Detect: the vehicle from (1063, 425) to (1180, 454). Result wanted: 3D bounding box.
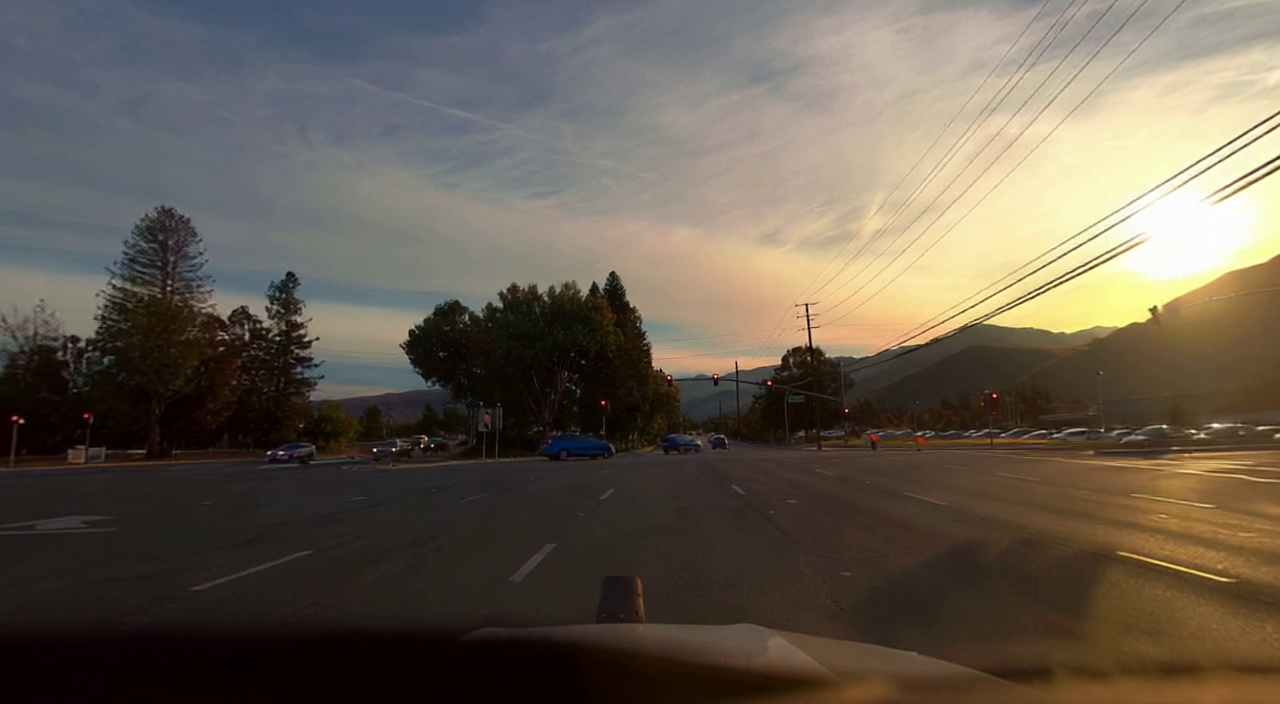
[{"bbox_3d":[28.268,5.157,37.209,5.100,1.680,2.055,0,-8,1],"label":"vehicle"}]

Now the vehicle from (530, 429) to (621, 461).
[{"bbox_3d":[-3.692,5.372,36.446,4.812,1.735,2.105,6,-11,-37],"label":"vehicle"}]

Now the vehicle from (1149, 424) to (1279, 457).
[{"bbox_3d":[27.284,4.196,29.815,4.778,1.495,1.959,0,-8,0],"label":"vehicle"}]

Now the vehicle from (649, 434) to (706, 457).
[{"bbox_3d":[2.674,6.530,44.191,2.044,1.542,4.218,-6,-10,36],"label":"vehicle"}]
